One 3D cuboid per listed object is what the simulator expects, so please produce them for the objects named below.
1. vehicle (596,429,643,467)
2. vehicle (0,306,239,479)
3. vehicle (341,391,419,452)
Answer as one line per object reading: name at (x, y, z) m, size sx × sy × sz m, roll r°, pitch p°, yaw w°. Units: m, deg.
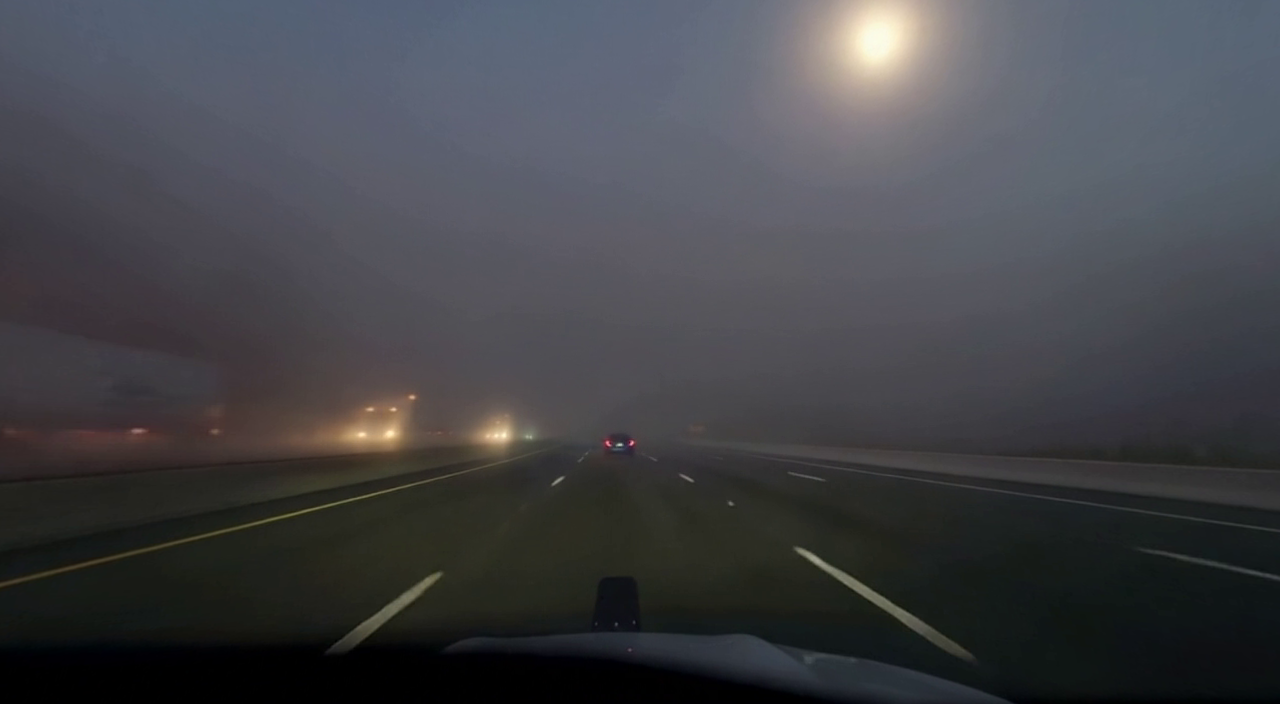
vehicle at (-1.013, 4.388, 29.050) m, size 1.997 × 1.589 × 4.179 m, roll 0°, pitch -8°, yaw -4°
vehicle at (-16.498, 1.202, 16.515) m, size 2.925 × 4.011 × 14.484 m, roll 0°, pitch -8°, yaw -2°
vehicle at (-17.568, 4.802, 43.114) m, size 2.992 × 3.902 × 5.828 m, roll 0°, pitch -8°, yaw -3°
